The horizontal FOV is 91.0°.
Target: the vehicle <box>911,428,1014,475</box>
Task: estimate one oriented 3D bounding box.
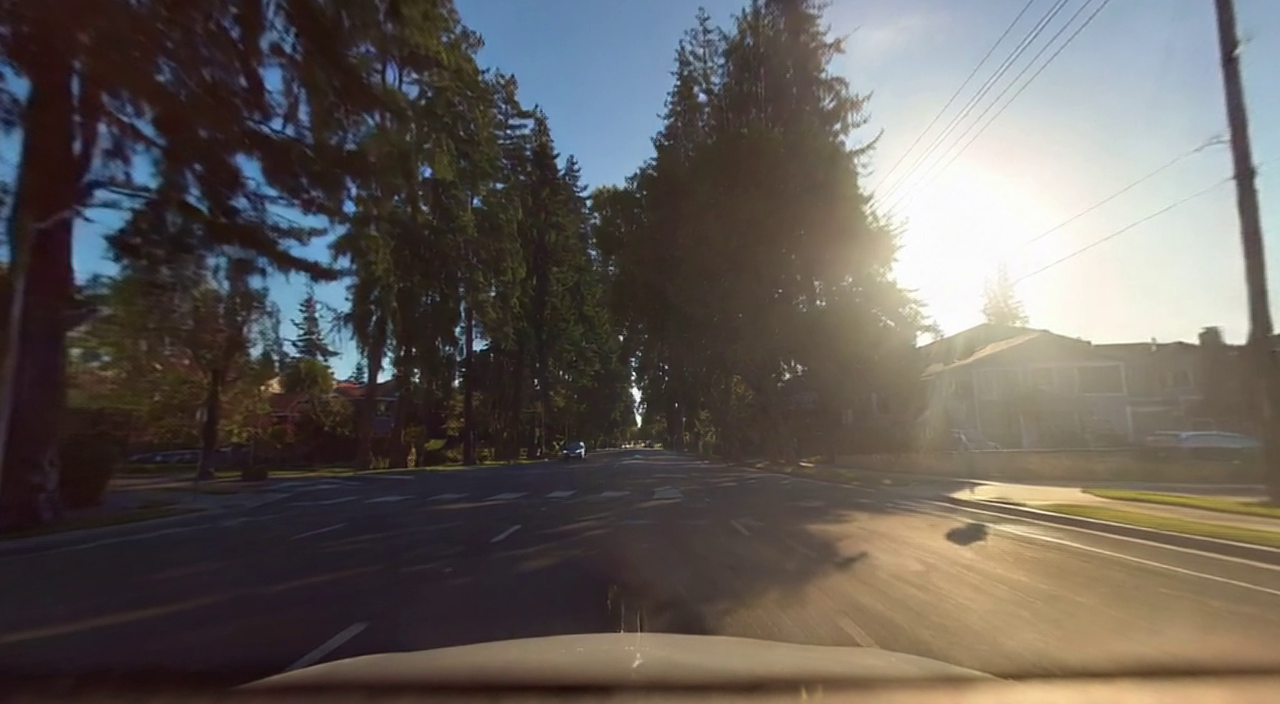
[{"bbox_3d":[14.515,4.441,28.217,4.771,1.912,2.137,6,-11,-37],"label":"vehicle"}]

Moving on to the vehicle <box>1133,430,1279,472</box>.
[{"bbox_3d":[24.601,4.282,27.311,4.508,1.687,2.070,-3,-9,21],"label":"vehicle"}]
